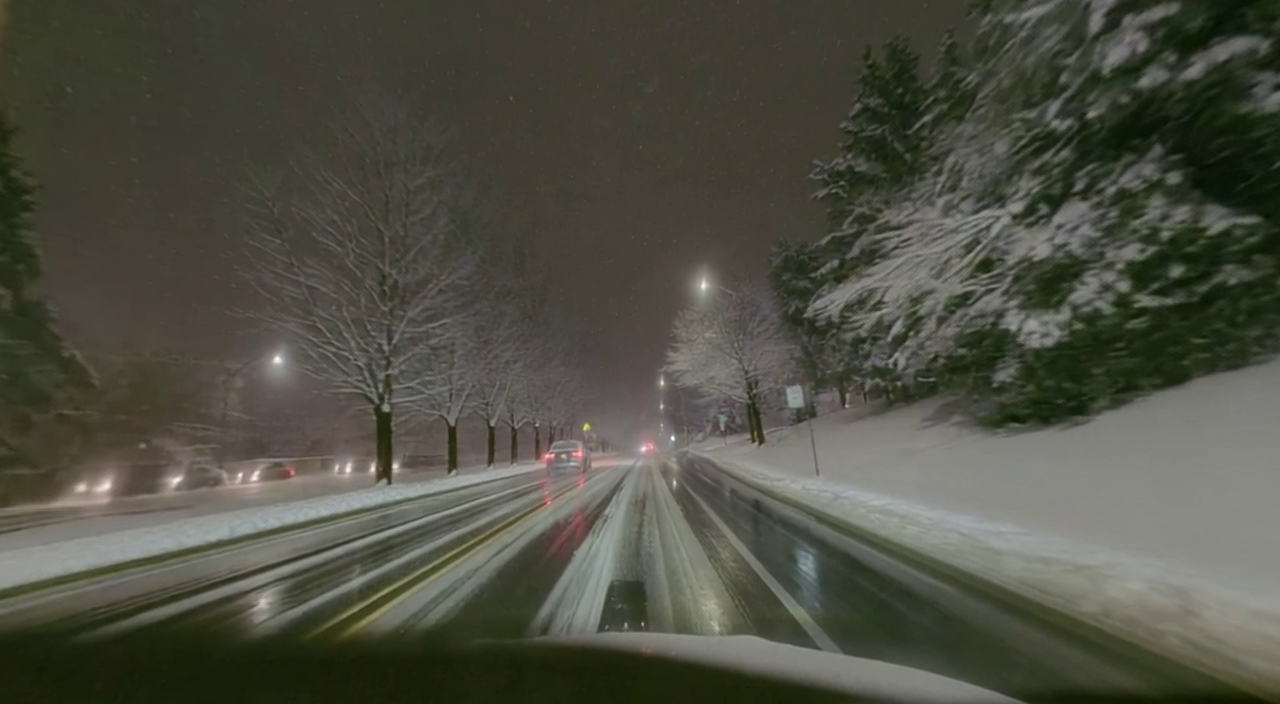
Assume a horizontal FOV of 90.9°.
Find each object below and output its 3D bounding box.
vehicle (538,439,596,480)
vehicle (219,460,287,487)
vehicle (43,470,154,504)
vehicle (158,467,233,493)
[{"bbox_3d":[-3.220,4.819,28.635,2.016,1.694,4.335,0,-8,2],"label":"vehicle"},{"bbox_3d":[-29.694,9.315,48.580,1.992,1.792,4.929,0,-8,2],"label":"vehicle"},{"bbox_3d":[-29.505,7.356,34.591,1.912,1.475,4.918,-1,-8,-3],"label":"vehicle"},{"bbox_3d":[-29.782,8.567,42.406,1.862,1.478,4.488,-1,-8,0],"label":"vehicle"}]
